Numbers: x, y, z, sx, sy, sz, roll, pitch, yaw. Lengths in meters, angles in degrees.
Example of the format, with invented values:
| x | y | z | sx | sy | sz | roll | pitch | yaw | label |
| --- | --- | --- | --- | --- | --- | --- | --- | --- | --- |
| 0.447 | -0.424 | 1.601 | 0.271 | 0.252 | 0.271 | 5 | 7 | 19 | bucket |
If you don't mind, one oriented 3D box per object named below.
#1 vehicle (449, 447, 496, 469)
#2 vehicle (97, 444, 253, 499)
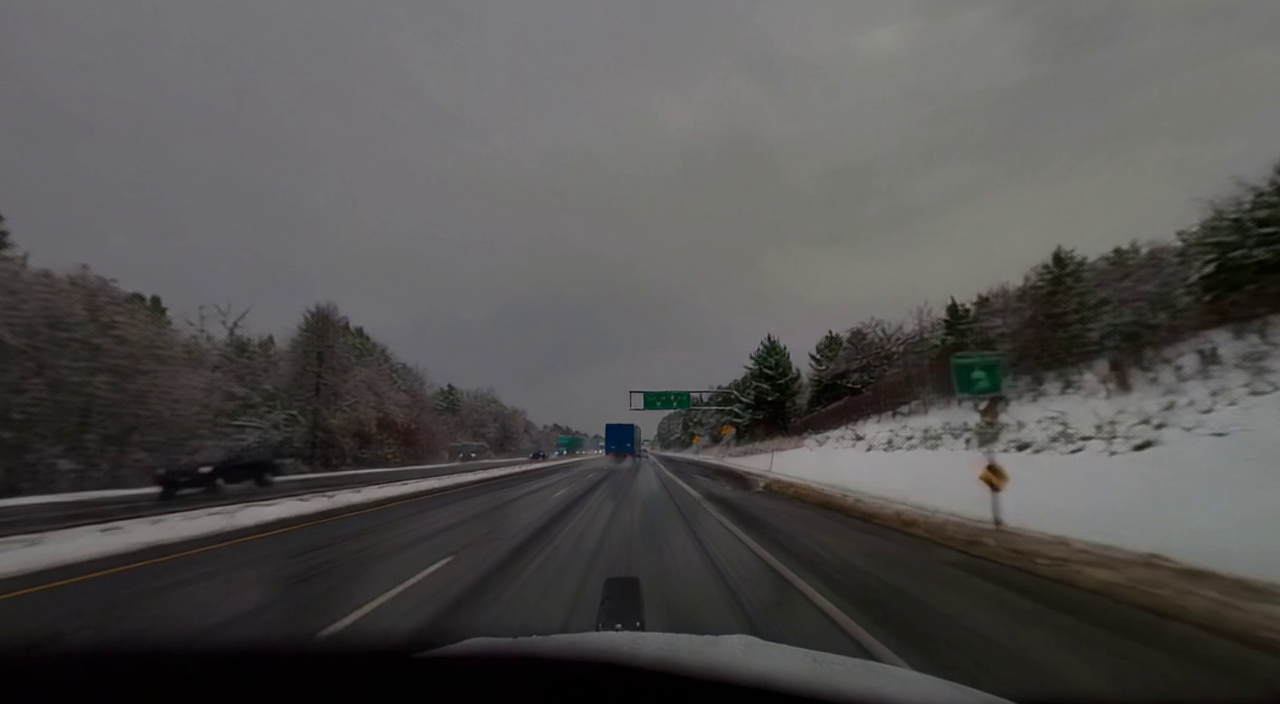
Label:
| x | y | z | sx | sy | sz | roll | pitch | yaw | label |
| --- | --- | --- | --- | --- | --- | --- | --- | --- | --- |
| -12.049 | 7.667 | 45.776 | 2.108 | 1.493 | 4.427 | 0 | -9 | 1 | vehicle |
| -15.606 | 4.010 | 21.554 | 1.997 | 1.664 | 4.385 | 0 | -9 | 0 | vehicle |
